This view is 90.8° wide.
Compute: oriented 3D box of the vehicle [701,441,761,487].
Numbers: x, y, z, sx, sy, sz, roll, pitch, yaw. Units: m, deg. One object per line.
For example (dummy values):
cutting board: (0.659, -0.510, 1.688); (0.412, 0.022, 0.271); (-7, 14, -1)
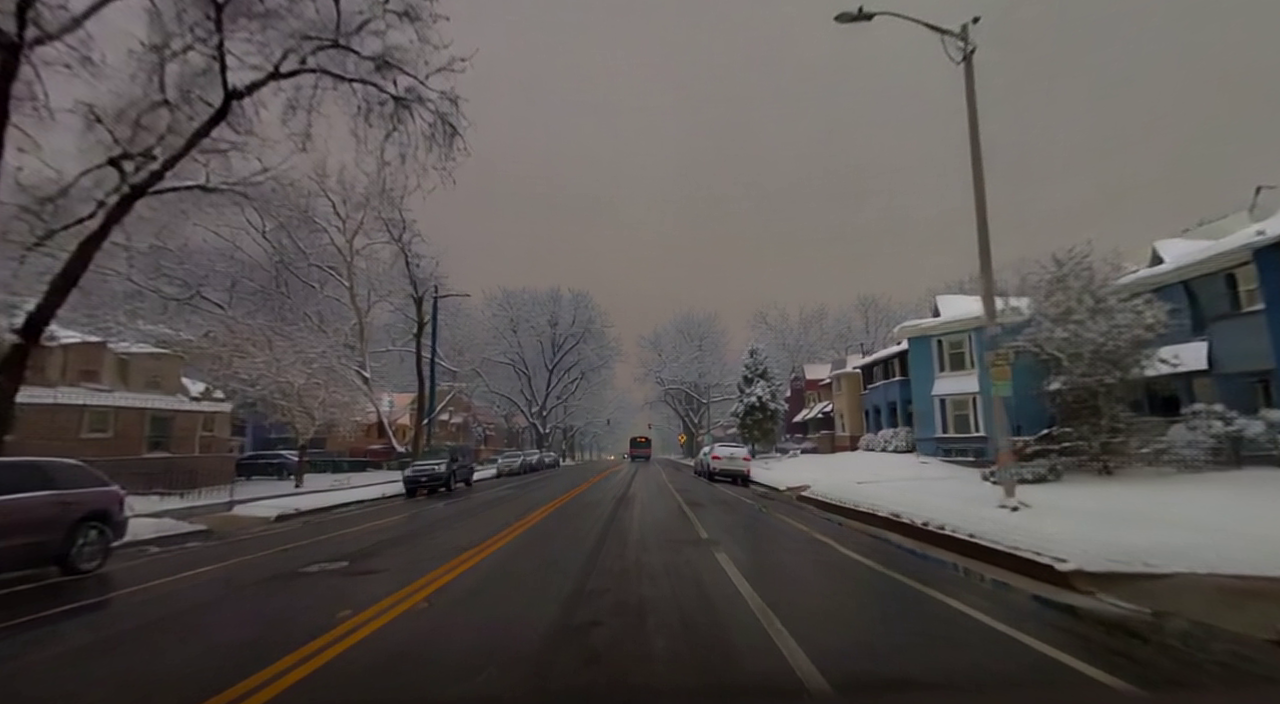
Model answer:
vehicle: (4.283, 5.316, 30.331); (2.060, 1.833, 4.927); (5, -9, 1)

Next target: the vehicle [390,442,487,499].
vehicle: (-8.008, 4.706, 25.742); (2.094, 1.840, 5.450); (-6, -8, 0)

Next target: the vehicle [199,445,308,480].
vehicle: (-19.855, 5.661, 32.600); (4.197, 1.659, 2.059); (1, -8, 0)

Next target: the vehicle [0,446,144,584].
vehicle: (-8.168, 1.853, 6.654); (1.921, 1.494, 4.884); (-4, -8, 1)

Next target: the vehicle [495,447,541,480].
vehicle: (-7.734, 7.101, 40.457); (1.898, 1.755, 4.603); (-5, -8, 0)
